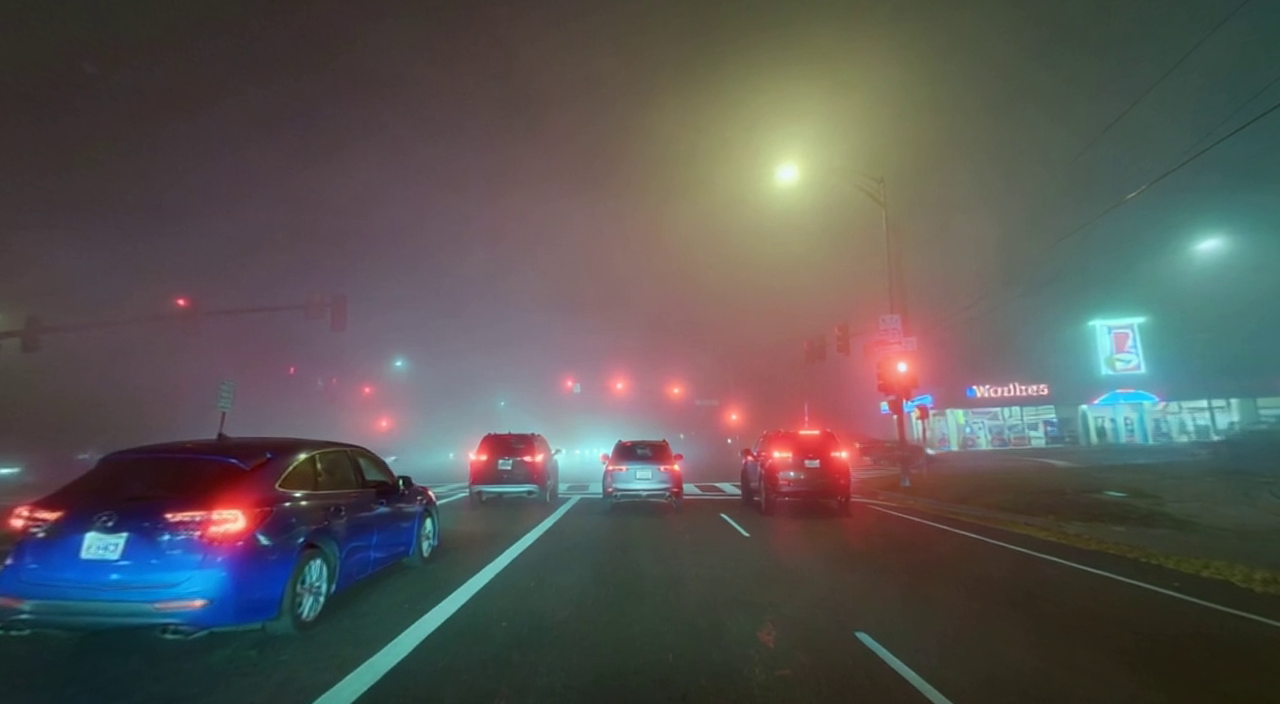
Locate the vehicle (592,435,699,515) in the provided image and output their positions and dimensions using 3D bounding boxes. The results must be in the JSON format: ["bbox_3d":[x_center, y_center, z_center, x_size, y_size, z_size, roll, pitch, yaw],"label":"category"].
[{"bbox_3d":[0.142,2.658,13.997,2.032,1.499,3.994,0,-9,1],"label":"vehicle"}]

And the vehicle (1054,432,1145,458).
[{"bbox_3d":[30.586,6.197,42.013,4.432,1.680,1.932,0,-9,2],"label":"vehicle"}]

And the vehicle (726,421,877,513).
[{"bbox_3d":[3.331,2.492,14.041,2.076,1.691,4.402,0,-9,-2],"label":"vehicle"}]

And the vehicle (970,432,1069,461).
[{"bbox_3d":[23.320,5.812,38.828,4.781,1.700,1.986,0,-9,1],"label":"vehicle"}]

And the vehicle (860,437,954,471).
[{"bbox_3d":[12.303,4.729,29.254,3.822,1.514,1.905,-3,-9,19],"label":"vehicle"}]

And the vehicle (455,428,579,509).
[{"bbox_3d":[-2.817,2.809,15.518,2.072,1.694,4.070,0,-9,2],"label":"vehicle"}]

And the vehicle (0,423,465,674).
[{"bbox_3d":[-3.331,1.509,5.994,2.014,1.472,4.357,0,-9,1],"label":"vehicle"}]

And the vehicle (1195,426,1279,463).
[{"bbox_3d":[32.993,4.848,32.976,5.504,1.821,2.173,-1,-9,4],"label":"vehicle"}]
